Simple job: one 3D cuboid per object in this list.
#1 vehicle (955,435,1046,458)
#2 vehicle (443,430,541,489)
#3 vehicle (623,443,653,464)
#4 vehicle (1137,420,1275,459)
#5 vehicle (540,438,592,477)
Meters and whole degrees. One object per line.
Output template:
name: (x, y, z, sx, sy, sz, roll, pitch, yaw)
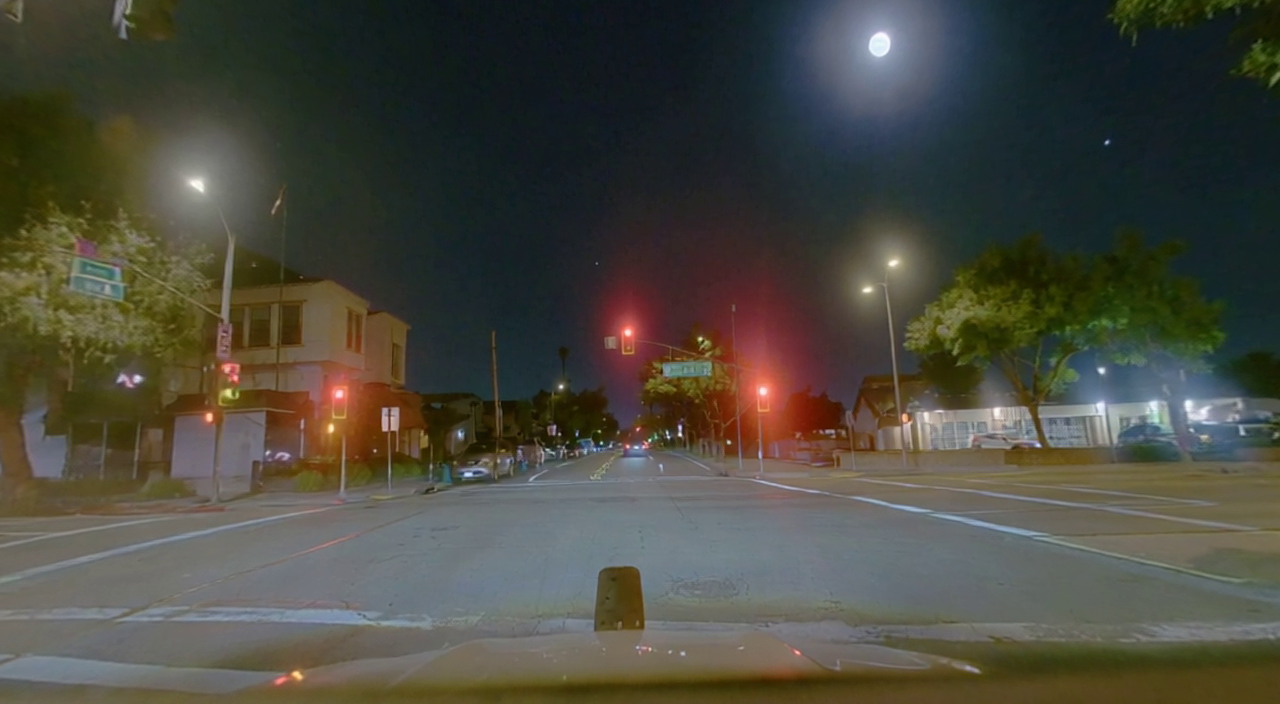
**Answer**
vehicle: (24.977, 6.551, 43.843, 5.172, 1.515, 1.851, 0, -9, -2)
vehicle: (-6.495, 4.837, 28.964, 2.896, 2.339, 7.322, 0, -9, -1)
vehicle: (-0.227, 7.731, 48.334, 2.056, 1.493, 4.535, 0, -9, -3)
vehicle: (33.261, 5.162, 37.243, 5.969, 2.149, 2.331, 0, -9, -3)
vehicle: (-3.640, 5.278, 31.902, 2.120, 1.783, 4.788, 0, -9, -1)
